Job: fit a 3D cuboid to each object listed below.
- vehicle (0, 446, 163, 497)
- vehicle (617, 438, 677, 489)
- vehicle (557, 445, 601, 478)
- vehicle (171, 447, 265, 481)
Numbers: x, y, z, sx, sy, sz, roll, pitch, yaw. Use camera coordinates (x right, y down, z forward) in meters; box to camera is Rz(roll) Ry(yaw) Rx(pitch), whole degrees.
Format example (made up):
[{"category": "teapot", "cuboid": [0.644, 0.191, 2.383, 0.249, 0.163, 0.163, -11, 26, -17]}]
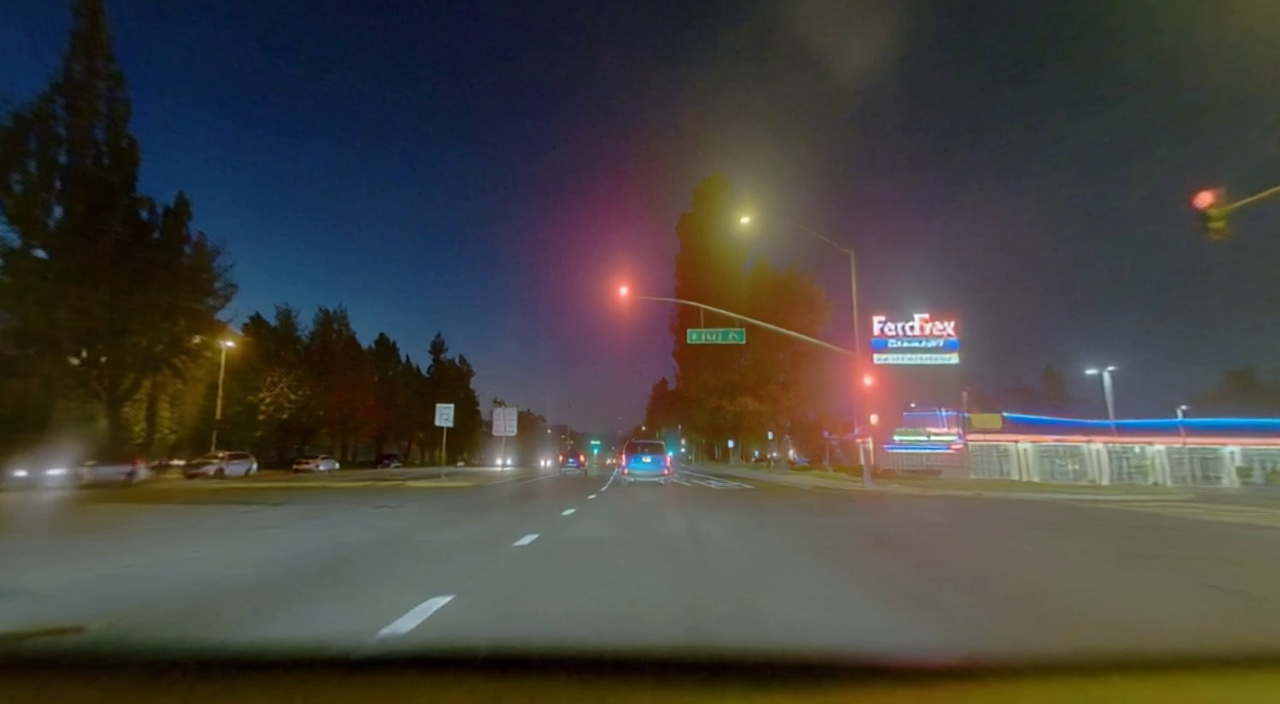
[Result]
[{"category": "vehicle", "cuboid": [-19.718, 4.118, 22.304, 1.948, 1.586, 4.962, 0, -9, -2]}, {"category": "vehicle", "cuboid": [0.229, 4.586, 26.404, 2.273, 1.909, 5.075, 0, -9, -1]}, {"category": "vehicle", "cuboid": [-3.564, 6.504, 37.851, 2.202, 1.856, 4.516, 0, -9, 0]}, {"category": "vehicle", "cuboid": [-25.519, 6.758, 38.521, 2.182, 1.906, 5.364, 0, -9, -2]}]
